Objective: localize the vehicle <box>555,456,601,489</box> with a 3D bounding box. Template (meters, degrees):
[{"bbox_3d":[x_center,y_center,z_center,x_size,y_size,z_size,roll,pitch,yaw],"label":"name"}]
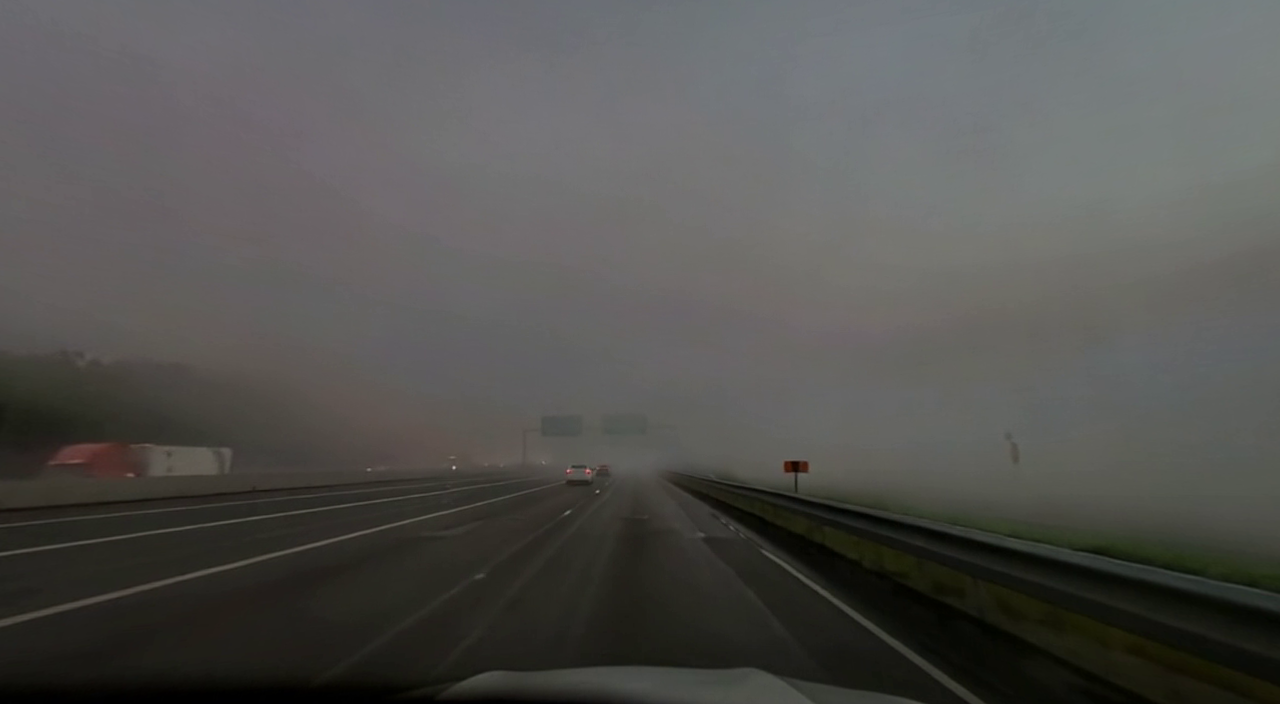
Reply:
[{"bbox_3d":[-3.295,6.525,34.109,2.092,1.642,3.895,1,-11,0],"label":"vehicle"}]
